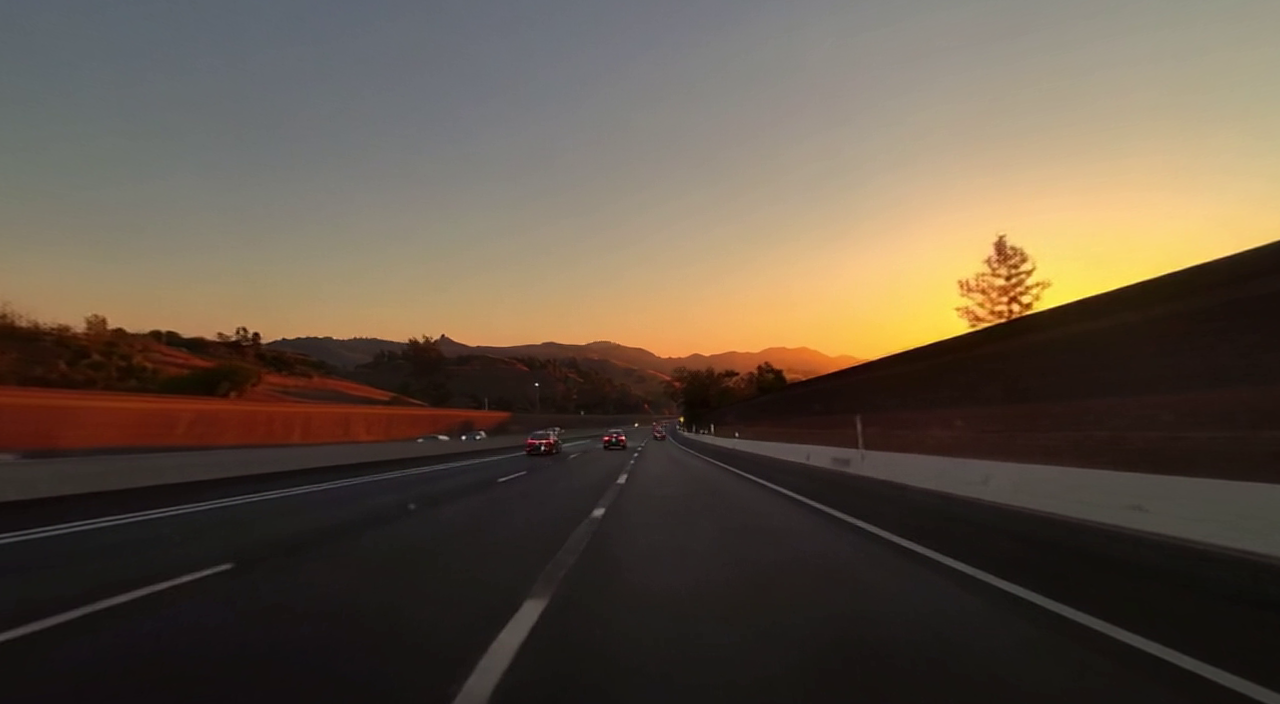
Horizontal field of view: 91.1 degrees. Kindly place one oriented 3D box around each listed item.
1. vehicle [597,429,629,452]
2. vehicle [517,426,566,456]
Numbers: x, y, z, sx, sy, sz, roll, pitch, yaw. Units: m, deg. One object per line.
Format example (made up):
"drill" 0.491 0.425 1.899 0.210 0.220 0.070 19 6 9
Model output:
"vehicle" -1.904 6.387 45.694 2.064 1.571 4.225 0 -8 1
"vehicle" -5.764 5.265 37.244 2.113 1.632 4.409 0 -8 1
